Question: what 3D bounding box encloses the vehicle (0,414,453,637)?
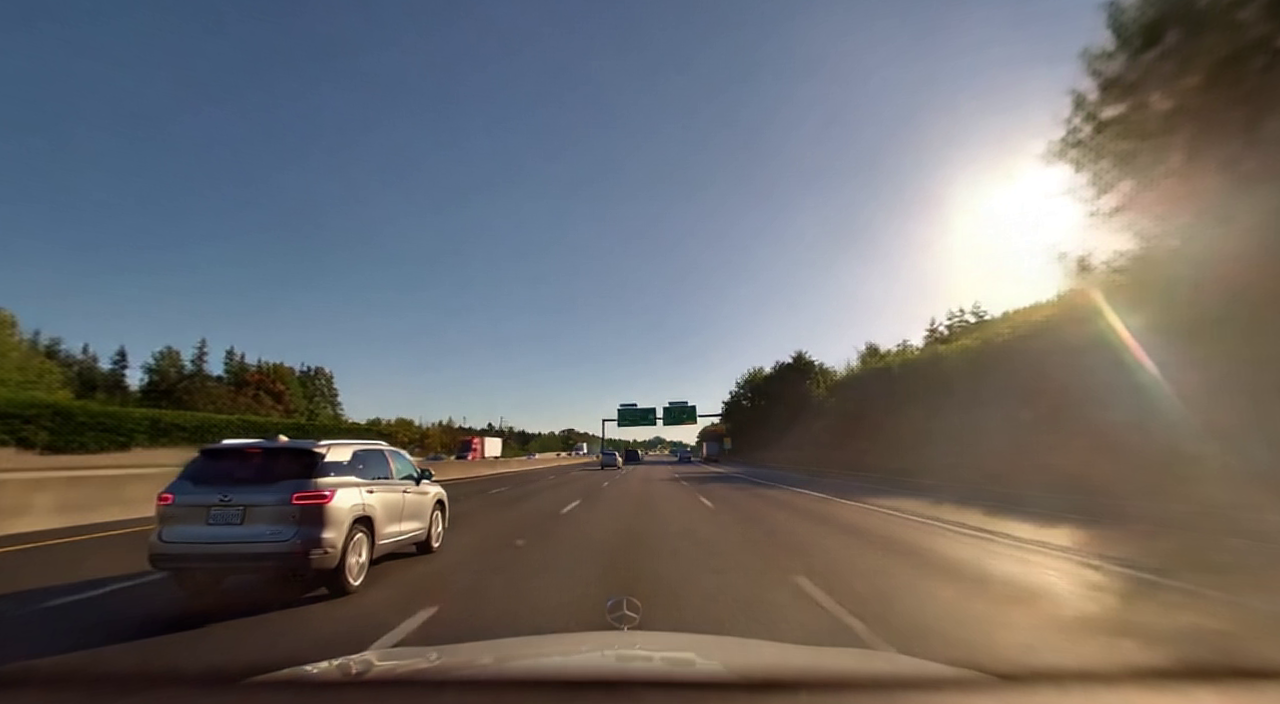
[{"bbox_3d":[-3.698,1.594,6.786,2.016,1.623,4.126,0,-9,1],"label":"vehicle"}]
